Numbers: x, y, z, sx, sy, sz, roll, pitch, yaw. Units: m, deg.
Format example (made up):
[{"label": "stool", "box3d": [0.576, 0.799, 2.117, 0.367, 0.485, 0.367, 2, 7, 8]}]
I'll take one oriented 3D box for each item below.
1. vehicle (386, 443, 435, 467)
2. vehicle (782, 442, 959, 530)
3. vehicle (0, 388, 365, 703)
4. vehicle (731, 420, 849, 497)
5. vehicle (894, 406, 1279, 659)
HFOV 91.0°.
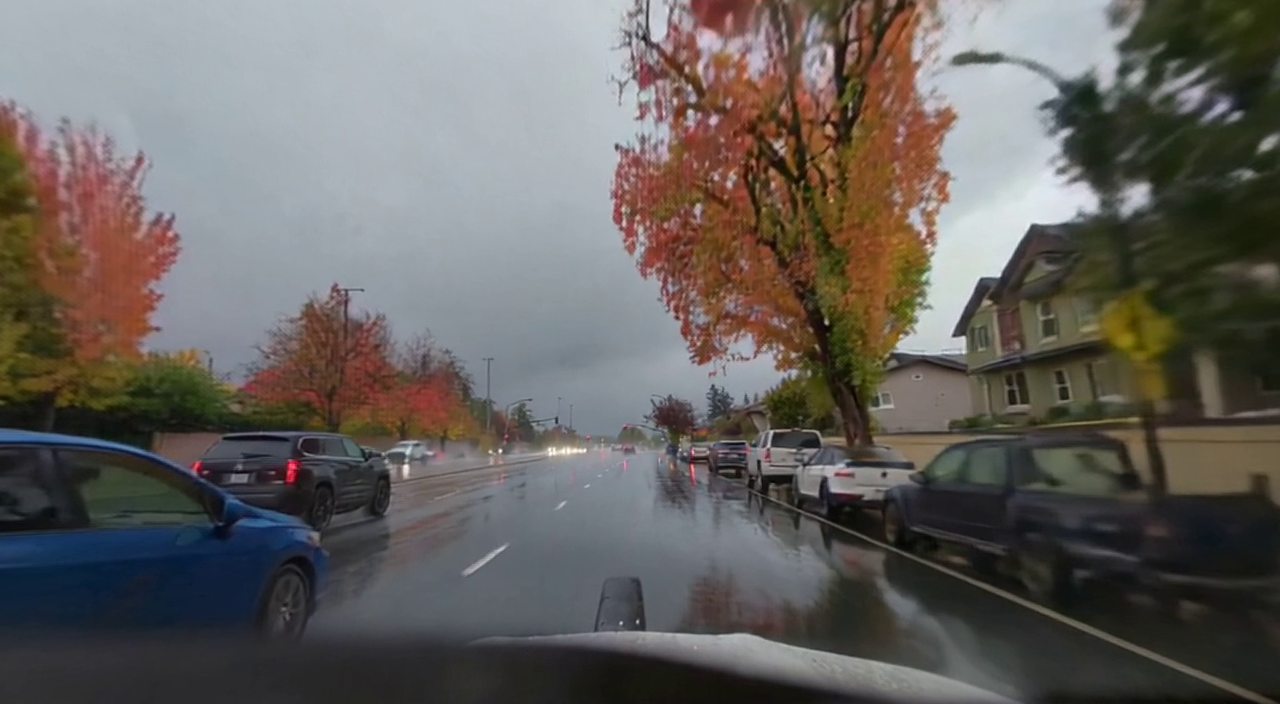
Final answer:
[{"label": "vehicle", "box3d": [-17.037, 7.634, 46.900, 1.912, 1.681, 4.444, 0, -9, 1]}, {"label": "vehicle", "box3d": [4.578, 2.715, 13.415, 1.876, 1.510, 4.637, 1, -9, -2]}, {"label": "vehicle", "box3d": [-3.222, 0.944, 2.716, 1.982, 1.478, 4.465, 0, -9, 1]}, {"label": "vehicle", "box3d": [4.631, 3.443, 20.781, 2.374, 2.104, 6.508, 0, -9, 1]}, {"label": "vehicle", "box3d": [4.544, 1.544, 6.481, 1.950, 1.668, 4.414, 1, -9, -1]}]
